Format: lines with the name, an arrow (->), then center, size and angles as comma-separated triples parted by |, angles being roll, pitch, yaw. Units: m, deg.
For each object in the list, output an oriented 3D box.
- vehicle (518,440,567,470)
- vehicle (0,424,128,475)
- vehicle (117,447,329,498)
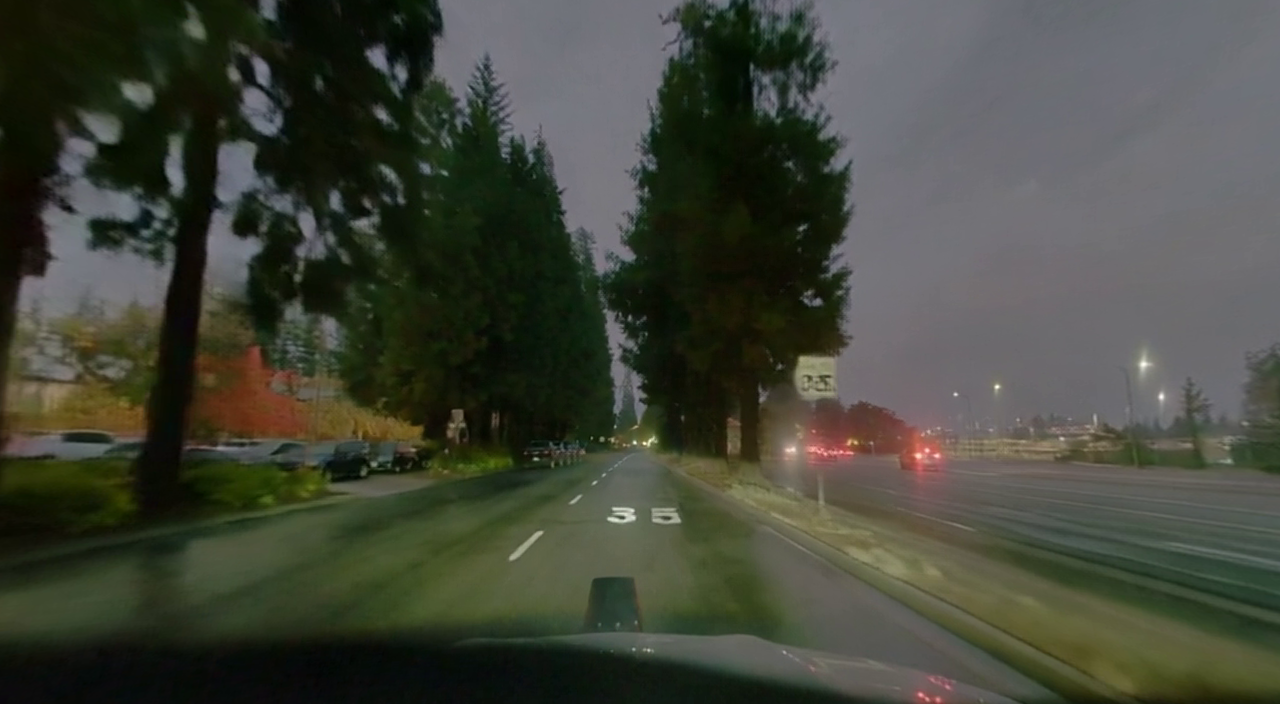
vehicle -> -6.562, 6.973, 43.087 | 2.350, 1.892, 5.542 | 1, -8, 1
vehicle -> -26.202, 4.203, 27.357 | 5.603, 2.043, 2.554 | 1, -9, 1
vehicle -> -13.138, 3.803, 20.103 | 5.300, 1.432, 1.951 | 1, -9, -1
